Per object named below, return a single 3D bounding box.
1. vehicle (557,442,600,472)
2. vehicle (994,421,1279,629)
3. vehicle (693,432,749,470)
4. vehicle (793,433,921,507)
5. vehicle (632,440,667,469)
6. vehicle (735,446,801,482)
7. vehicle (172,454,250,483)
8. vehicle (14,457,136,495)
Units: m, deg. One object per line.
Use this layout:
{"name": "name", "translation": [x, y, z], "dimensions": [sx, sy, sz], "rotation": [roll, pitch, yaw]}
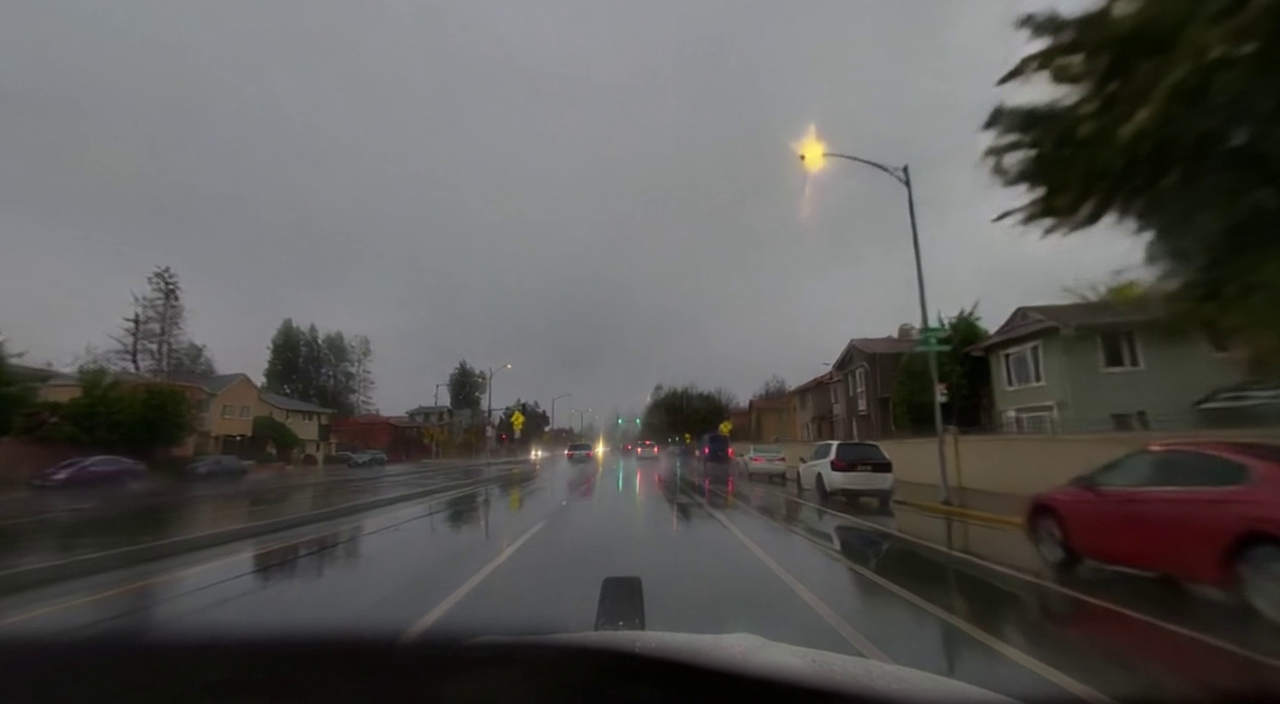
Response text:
{"name": "vehicle", "translation": [-3.814, 6.658, 40.201], "dimensions": [2.233, 1.775, 4.491], "rotation": [0, -9, 1]}
{"name": "vehicle", "translation": [5.868, 1.568, 6.362], "dimensions": [1.900, 1.611, 4.320], "rotation": [0, -9, -3]}
{"name": "vehicle", "translation": [5.369, 6.761, 43.410], "dimensions": [2.763, 2.329, 7.864], "rotation": [0, -9, 0]}
{"name": "vehicle", "translation": [5.764, 3.191, 17.504], "dimensions": [2.020, 1.762, 4.559], "rotation": [0, -9, 2]}
{"name": "vehicle", "translation": [0.590, 7.106, 43.812], "dimensions": [2.273, 1.851, 5.075], "rotation": [0, -9, -1]}
{"name": "vehicle", "translation": [5.719, 5.056, 28.868], "dimensions": [1.910, 1.520, 4.375], "rotation": [0, -9, -3]}
{"name": "vehicle", "translation": [-25.678, 6.969, 37.994], "dimensions": [1.794, 1.595, 4.123], "rotation": [0, -9, 0]}
{"name": "vehicle", "translation": [-25.899, 5.660, 29.162], "dimensions": [1.855, 1.552, 4.092], "rotation": [0, -9, -1]}
